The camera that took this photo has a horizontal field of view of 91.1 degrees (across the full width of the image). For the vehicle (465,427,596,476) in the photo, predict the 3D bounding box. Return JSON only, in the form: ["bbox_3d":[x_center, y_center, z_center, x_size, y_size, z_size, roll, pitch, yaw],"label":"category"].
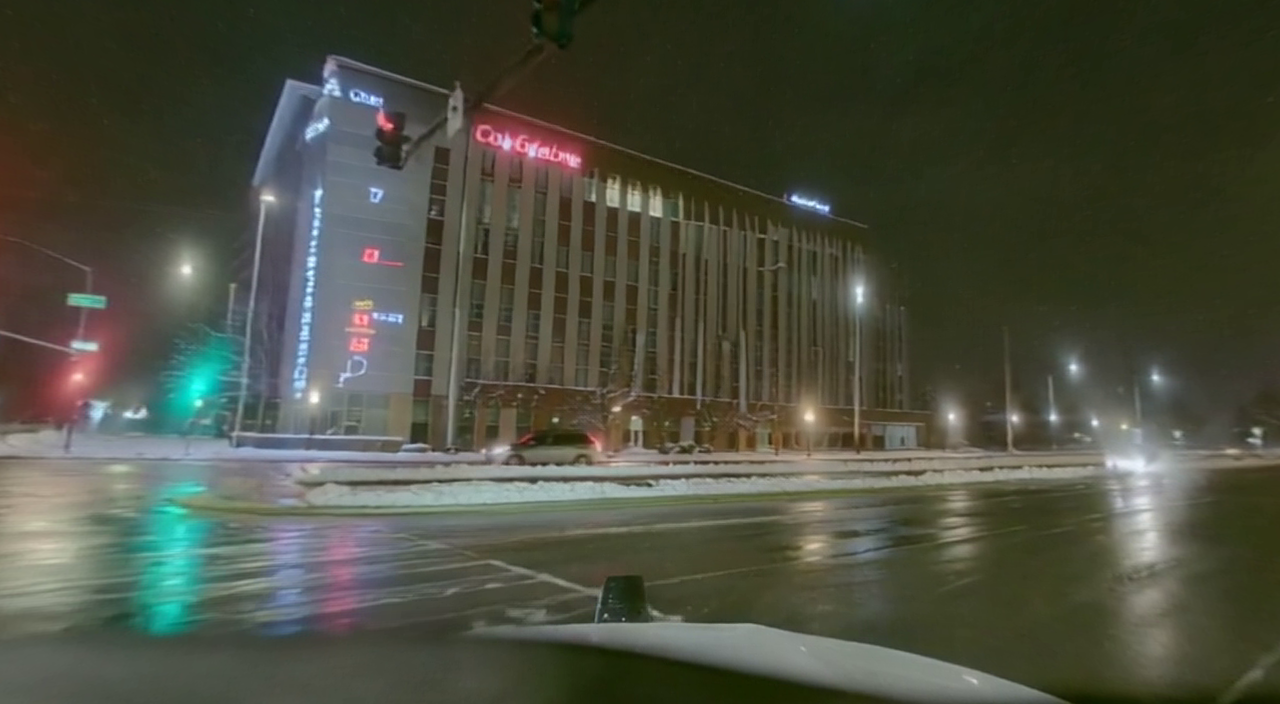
[{"bbox_3d":[-4.282,3.960,25.036,4.713,1.775,2.030,7,-11,-37],"label":"vehicle"}]
